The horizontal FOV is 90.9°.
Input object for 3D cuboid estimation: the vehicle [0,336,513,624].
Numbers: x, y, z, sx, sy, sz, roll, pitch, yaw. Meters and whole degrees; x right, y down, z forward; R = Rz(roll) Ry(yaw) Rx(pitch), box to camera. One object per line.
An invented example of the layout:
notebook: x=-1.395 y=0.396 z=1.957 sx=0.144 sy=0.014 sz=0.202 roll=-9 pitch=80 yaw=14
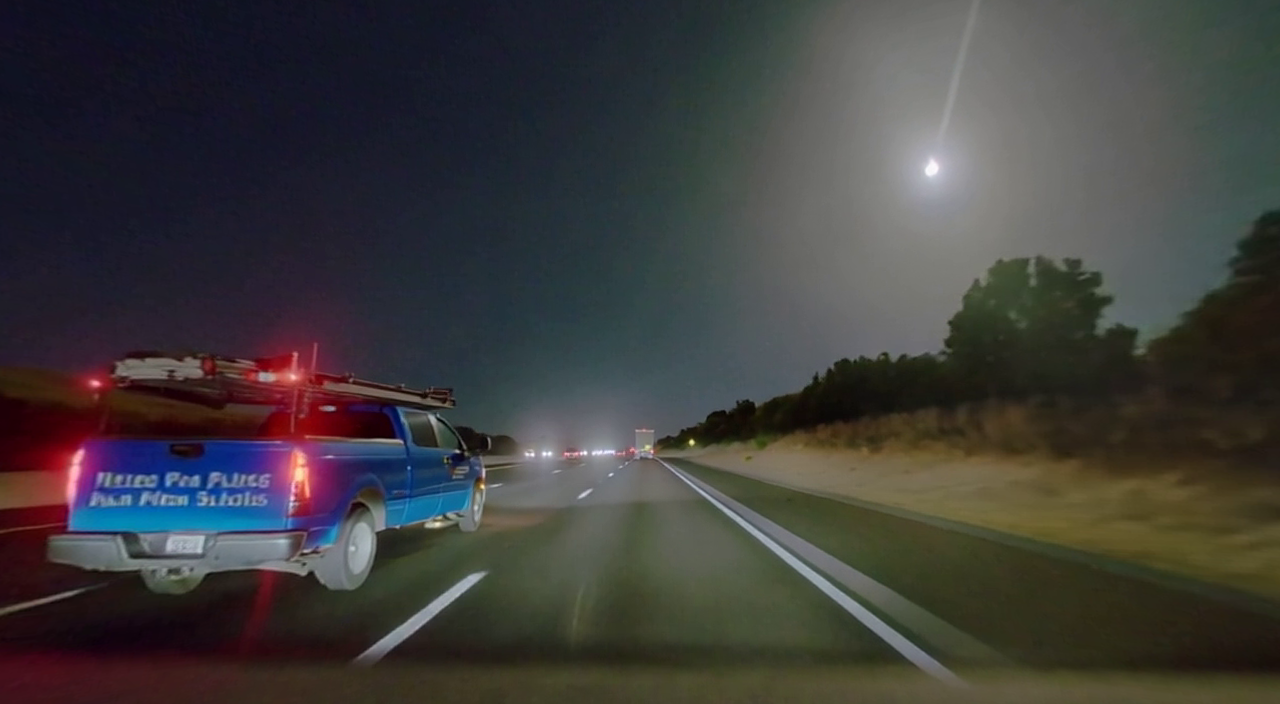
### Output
vehicle: x=-3.859 y=1.517 z=8.551 sx=2.791 sy=2.330 sz=6.725 roll=0 pitch=-8 yaw=1
